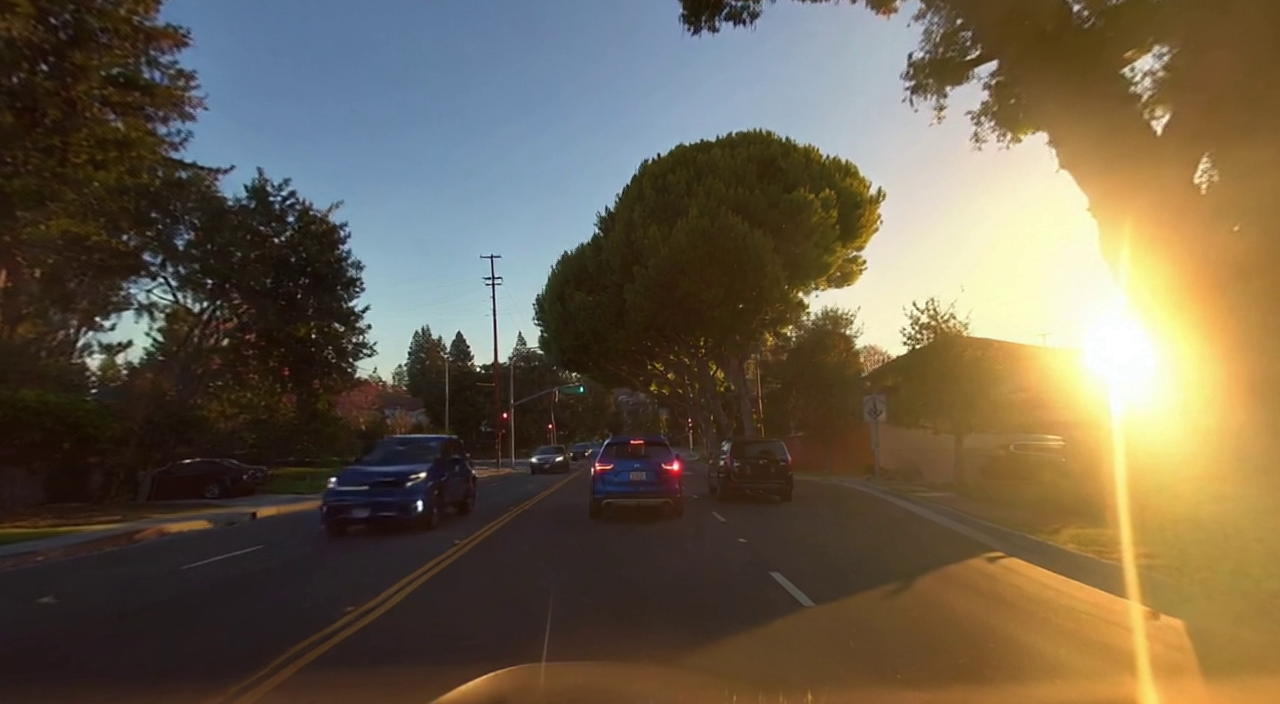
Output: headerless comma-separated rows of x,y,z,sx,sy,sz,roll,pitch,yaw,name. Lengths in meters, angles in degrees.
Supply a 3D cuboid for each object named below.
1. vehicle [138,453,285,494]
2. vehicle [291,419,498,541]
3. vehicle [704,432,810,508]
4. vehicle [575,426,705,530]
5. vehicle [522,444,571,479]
-16.273,4.630,24.087,4.245,1.446,1.827,0,-8,0,vehicle
-4.600,2.476,13.037,2.138,1.938,5.584,0,-8,-1,vehicle
3.002,3.122,17.146,1.967,1.756,4.281,0,-8,-1,vehicle
-0.033,2.405,12.579,2.151,1.695,4.100,0,-8,-1,vehicle
-4.948,5.814,33.786,2.063,1.727,3.923,0,-8,-1,vehicle
